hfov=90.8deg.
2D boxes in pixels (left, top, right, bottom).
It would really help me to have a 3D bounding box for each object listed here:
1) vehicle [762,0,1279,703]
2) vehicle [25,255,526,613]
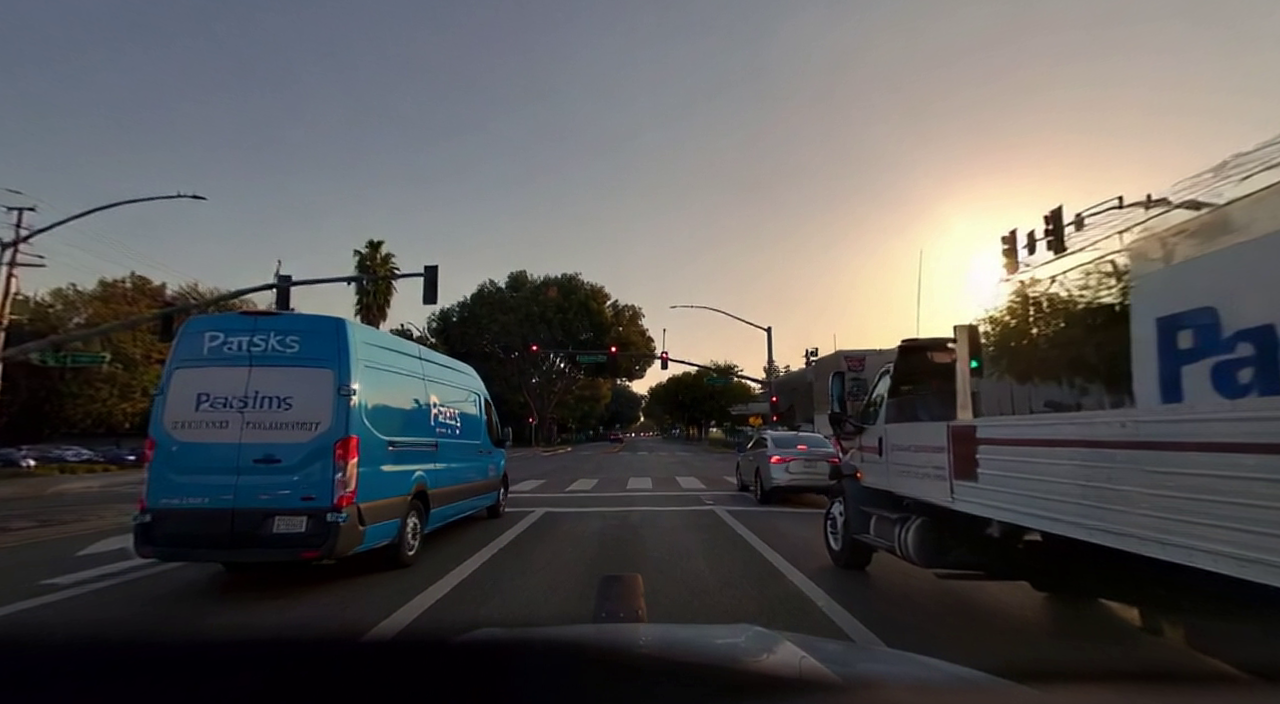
[{"bbox_3d":[3.156,-0.095,3.549,2.861,3.525,9.858,0,-9,-1],"label":"vehicle"},{"bbox_3d":[-3.384,1.079,8.191,2.443,2.784,6.493,0,-9,1],"label":"vehicle"}]
